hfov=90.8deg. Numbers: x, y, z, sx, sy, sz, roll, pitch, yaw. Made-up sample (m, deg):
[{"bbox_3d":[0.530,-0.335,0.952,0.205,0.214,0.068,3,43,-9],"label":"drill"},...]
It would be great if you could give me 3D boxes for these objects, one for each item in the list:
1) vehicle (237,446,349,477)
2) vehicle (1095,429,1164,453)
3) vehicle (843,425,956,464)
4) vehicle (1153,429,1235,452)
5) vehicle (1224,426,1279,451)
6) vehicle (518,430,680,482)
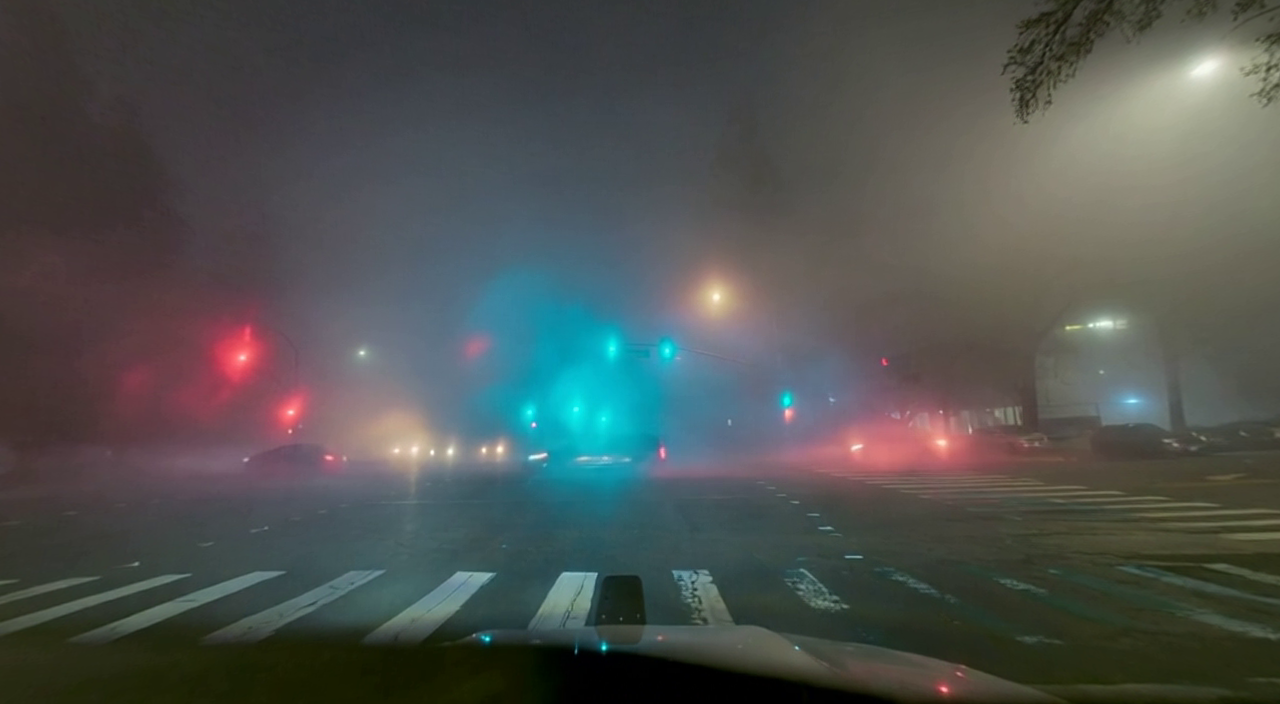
[{"bbox_3d":[-15.749,4.971,28.806,4.046,1.306,1.719,-1,-8,1],"label":"vehicle"},{"bbox_3d":[33.244,6.098,43.092,2.090,1.494,4.321,-3,-9,15],"label":"vehicle"},{"bbox_3d":[11.871,4.307,29.249,4.571,1.698,1.977,-3,-9,18],"label":"vehicle"},{"bbox_3d":[36.580,5.872,41.839,1.726,1.429,4.163,-1,-8,2],"label":"vehicle"},{"bbox_3d":[42.267,5.728,41.930,2.037,1.614,5.175,0,-8,0],"label":"vehicle"},{"bbox_3d":[-1.367,3.286,20.188,4.916,1.504,1.846,1,-9,-12],"label":"vehicle"}]
